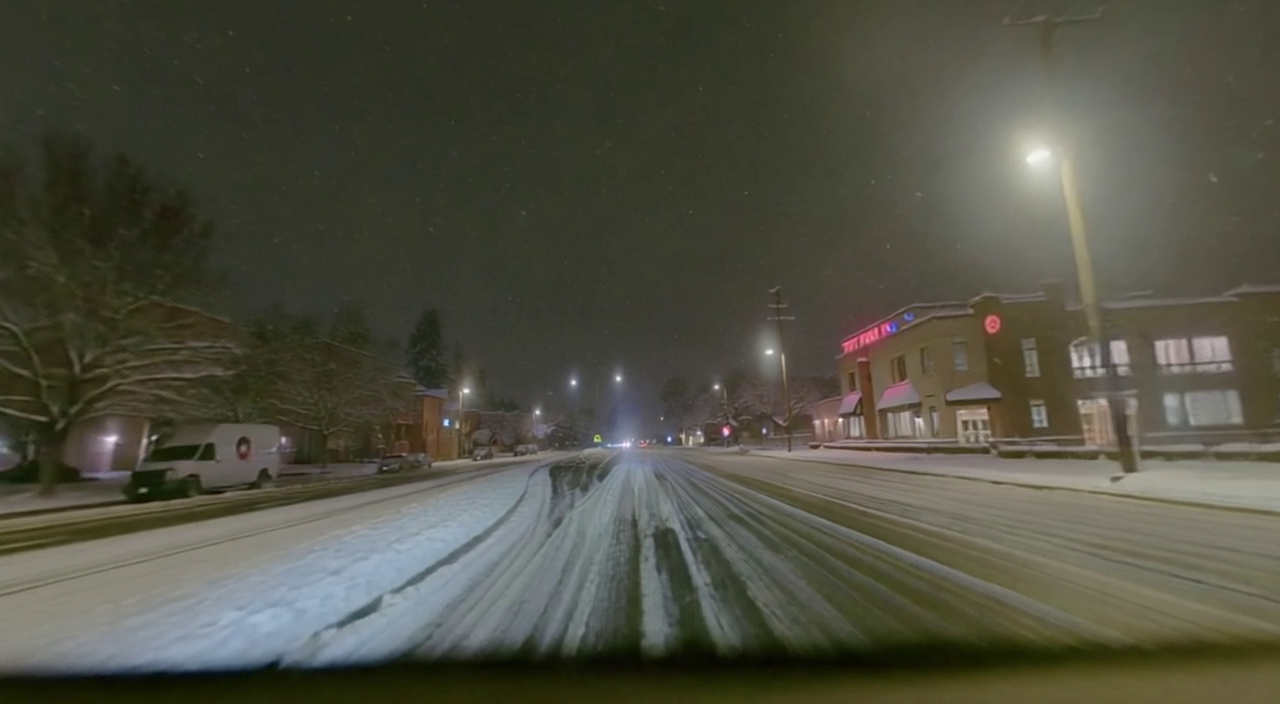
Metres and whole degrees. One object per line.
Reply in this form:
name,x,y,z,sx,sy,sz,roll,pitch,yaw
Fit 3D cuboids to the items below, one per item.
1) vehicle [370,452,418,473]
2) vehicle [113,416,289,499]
vehicle,-19.249,8.654,49.680,1.925,1.485,4.821,0,-9,-1
vehicle,-19.322,4.684,28.473,2.834,3.225,6.752,-1,-8,2
